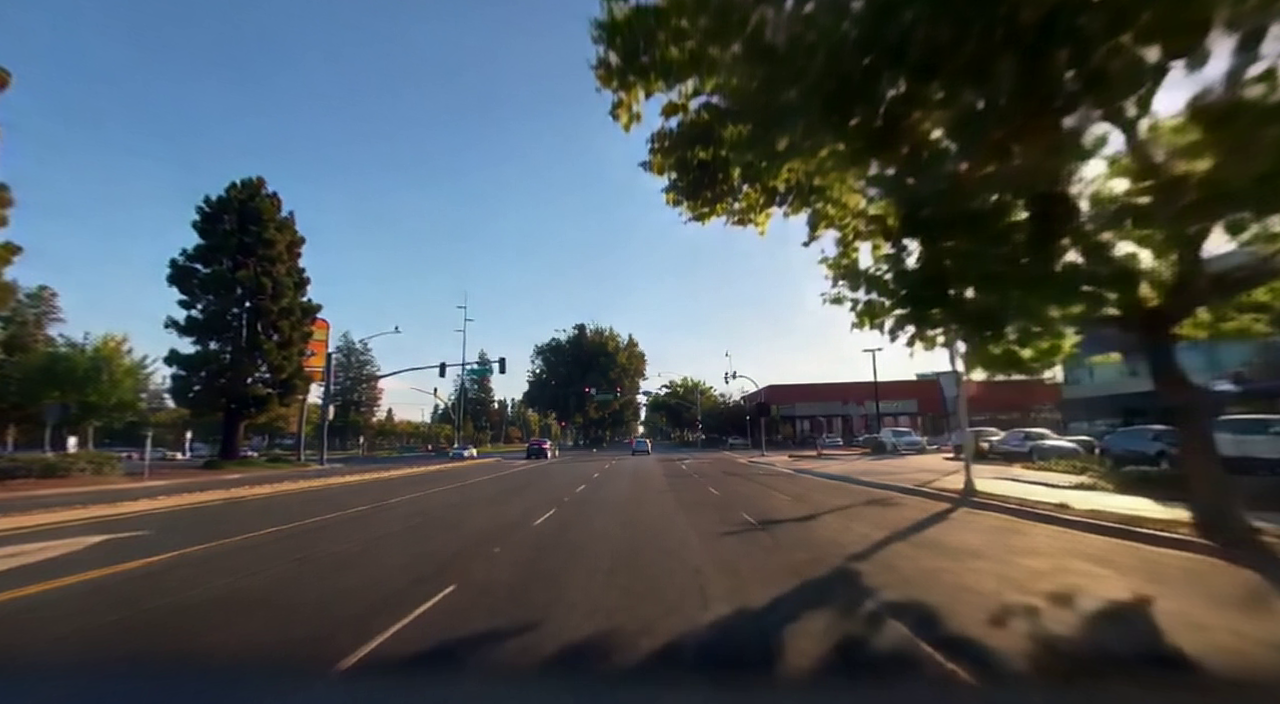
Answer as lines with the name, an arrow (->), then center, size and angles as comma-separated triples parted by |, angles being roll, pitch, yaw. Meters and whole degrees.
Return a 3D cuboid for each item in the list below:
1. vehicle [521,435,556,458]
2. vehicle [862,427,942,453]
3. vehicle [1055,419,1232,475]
vehicle -> -7.790, 7.305, 48.870 | 2.231, 1.650, 5.052 | 0, -8, -4
vehicle -> 17.526, 5.898, 42.332 | 4.498, 1.671, 1.887 | -1, -8, 3
vehicle -> 17.085, 3.231, 21.553 | 4.362, 1.455, 1.816 | -5, -7, 1
